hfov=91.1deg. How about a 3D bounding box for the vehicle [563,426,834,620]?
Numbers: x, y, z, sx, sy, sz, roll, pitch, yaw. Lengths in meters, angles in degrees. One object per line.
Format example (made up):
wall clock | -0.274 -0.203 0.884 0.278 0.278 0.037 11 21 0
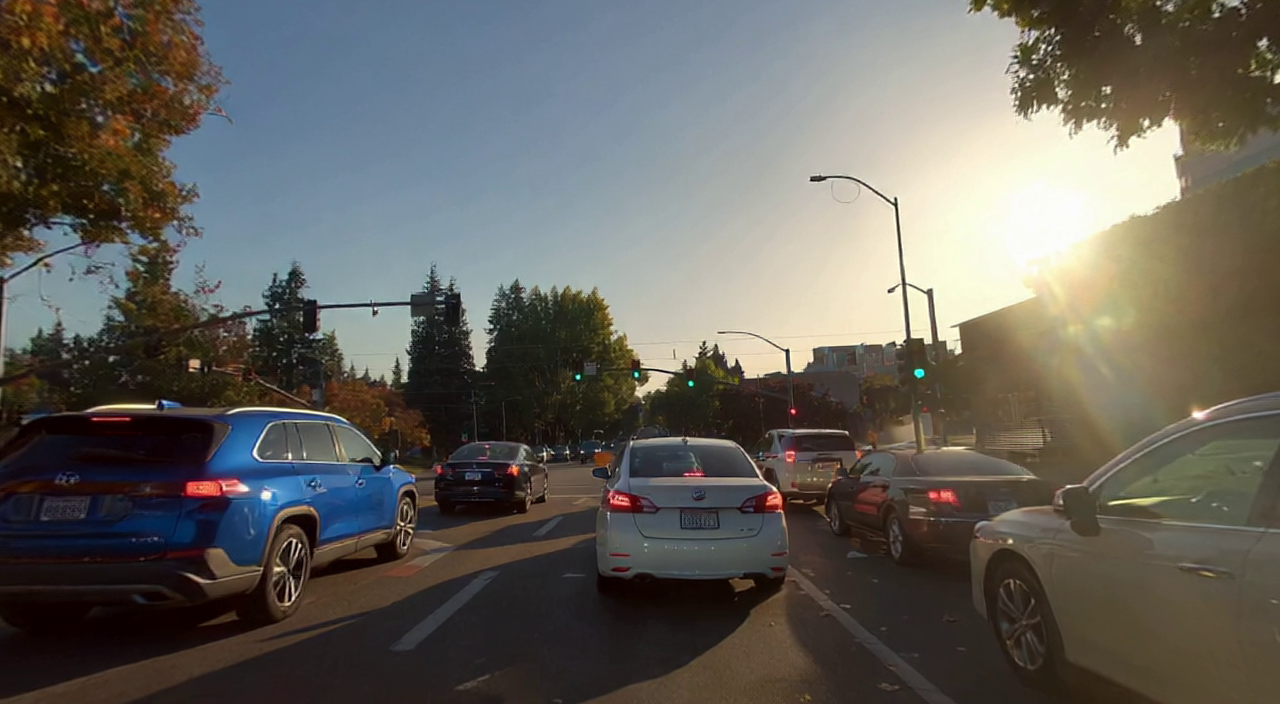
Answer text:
vehicle | 0.438 1.598 6.798 2.051 1.460 3.932 0 -8 0

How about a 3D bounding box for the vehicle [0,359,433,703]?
vehicle | -3.467 1.227 5.287 1.889 1.767 4.289 0 -8 1

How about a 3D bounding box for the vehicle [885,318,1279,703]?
vehicle | 3.046 0.919 3.049 1.880 1.747 4.500 0 -8 0

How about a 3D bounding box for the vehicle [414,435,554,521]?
vehicle | -3.074 2.567 13.311 1.868 1.516 4.114 0 -8 1
